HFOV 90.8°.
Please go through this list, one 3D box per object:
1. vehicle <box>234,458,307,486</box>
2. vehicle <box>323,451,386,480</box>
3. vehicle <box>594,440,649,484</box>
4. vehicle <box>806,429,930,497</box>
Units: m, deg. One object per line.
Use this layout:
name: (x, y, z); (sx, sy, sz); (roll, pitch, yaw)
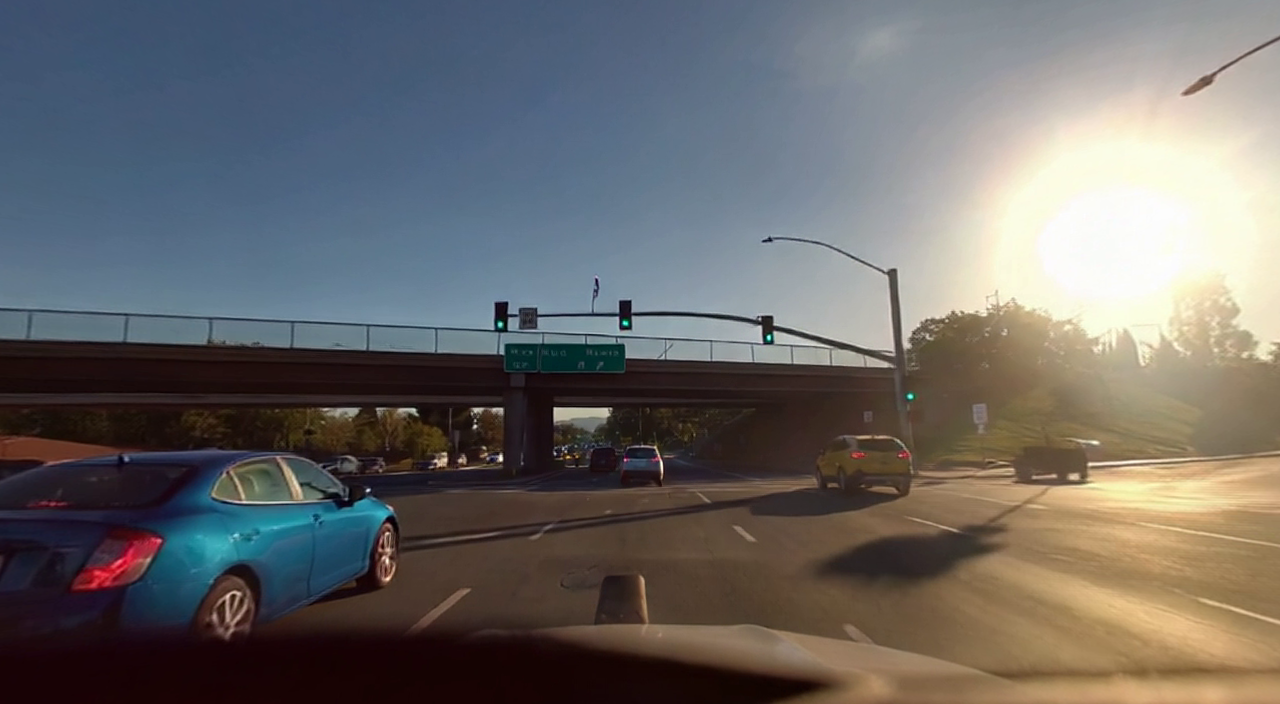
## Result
vehicle: (-23.249, 7.525, 39.996); (1.849, 1.539, 4.665); (0, -8, -1)
vehicle: (-19.255, 7.632, 42.832); (1.990, 1.789, 4.973); (0, -8, -1)
vehicle: (-0.708, 4.821, 28.006); (2.060, 1.768, 4.681); (-1, -8, 3)
vehicle: (6.683, 3.286, 19.114); (2.074, 1.785, 4.320); (0, -8, -1)
